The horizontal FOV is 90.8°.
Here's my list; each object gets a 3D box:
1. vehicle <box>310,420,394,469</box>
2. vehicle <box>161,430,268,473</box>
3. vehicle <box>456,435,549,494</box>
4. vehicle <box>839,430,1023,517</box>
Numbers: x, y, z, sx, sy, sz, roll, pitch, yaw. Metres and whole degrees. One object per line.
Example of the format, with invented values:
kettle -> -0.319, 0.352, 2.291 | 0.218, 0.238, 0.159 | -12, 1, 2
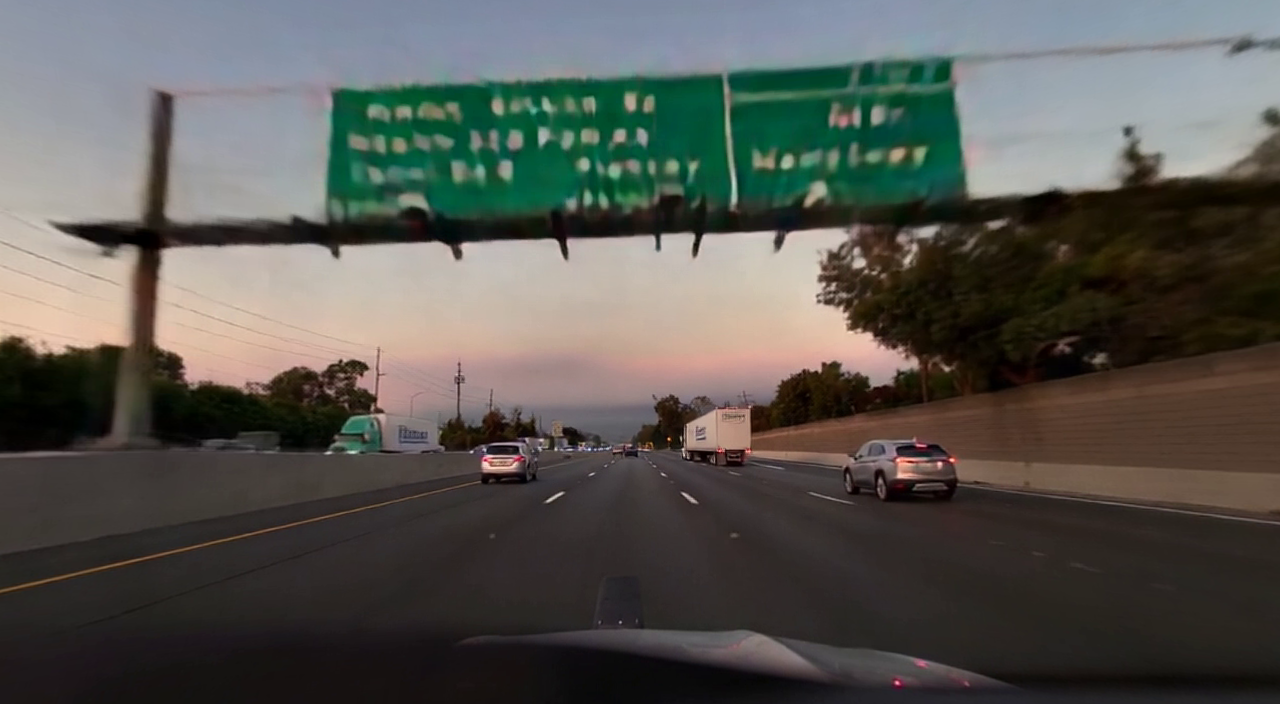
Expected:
vehicle -> -20.859, 6.780, 46.248 | 2.949, 3.338, 6.668 | 0, -9, 0
vehicle -> -24.388, 5.746, 36.584 | 2.205, 2.293, 5.841 | 0, -9, -1
vehicle -> -4.214, 3.516, 20.048 | 2.027, 1.651, 4.099 | 0, -9, 0
vehicle -> 6.309, 2.679, 14.405 | 1.991, 1.647, 4.409 | 0, -9, -1
